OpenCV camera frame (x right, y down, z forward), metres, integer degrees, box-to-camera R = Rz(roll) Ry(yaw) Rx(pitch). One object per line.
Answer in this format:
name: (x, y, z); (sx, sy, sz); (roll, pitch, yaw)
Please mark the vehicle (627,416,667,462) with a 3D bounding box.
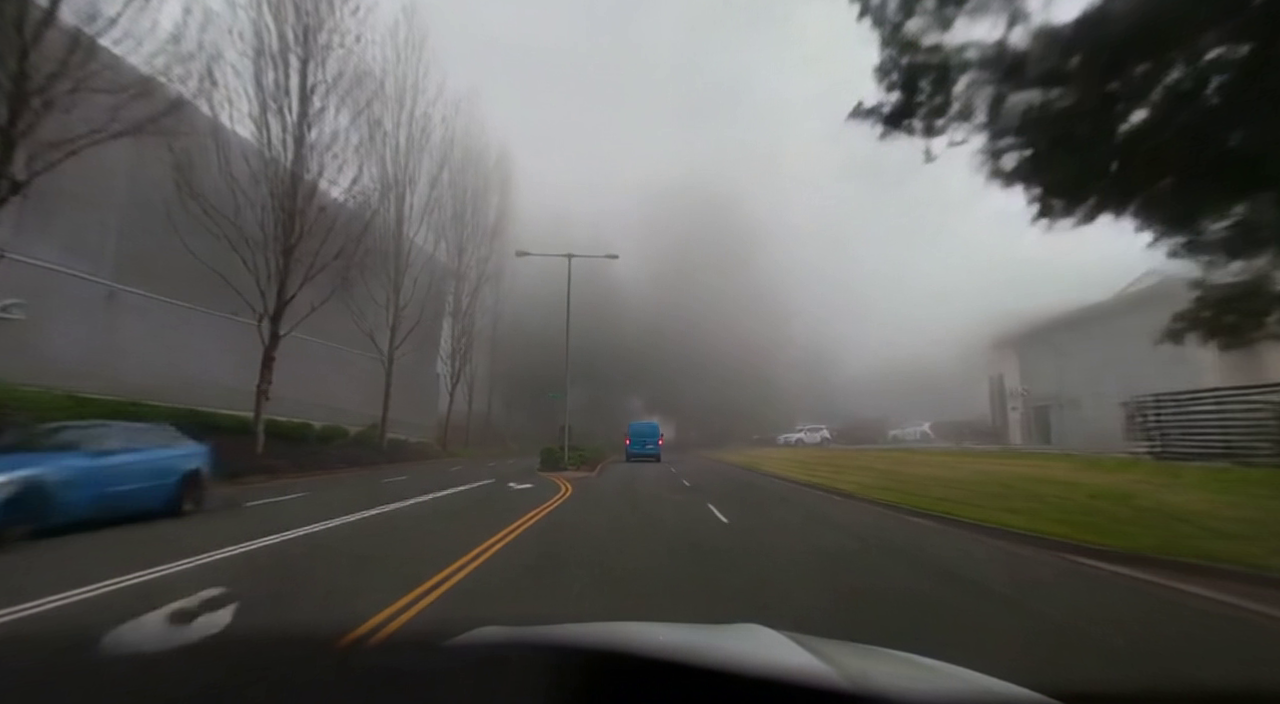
vehicle: (0.411, 5.735, 41.720); (2.435, 2.816, 5.232); (0, -8, 0)
